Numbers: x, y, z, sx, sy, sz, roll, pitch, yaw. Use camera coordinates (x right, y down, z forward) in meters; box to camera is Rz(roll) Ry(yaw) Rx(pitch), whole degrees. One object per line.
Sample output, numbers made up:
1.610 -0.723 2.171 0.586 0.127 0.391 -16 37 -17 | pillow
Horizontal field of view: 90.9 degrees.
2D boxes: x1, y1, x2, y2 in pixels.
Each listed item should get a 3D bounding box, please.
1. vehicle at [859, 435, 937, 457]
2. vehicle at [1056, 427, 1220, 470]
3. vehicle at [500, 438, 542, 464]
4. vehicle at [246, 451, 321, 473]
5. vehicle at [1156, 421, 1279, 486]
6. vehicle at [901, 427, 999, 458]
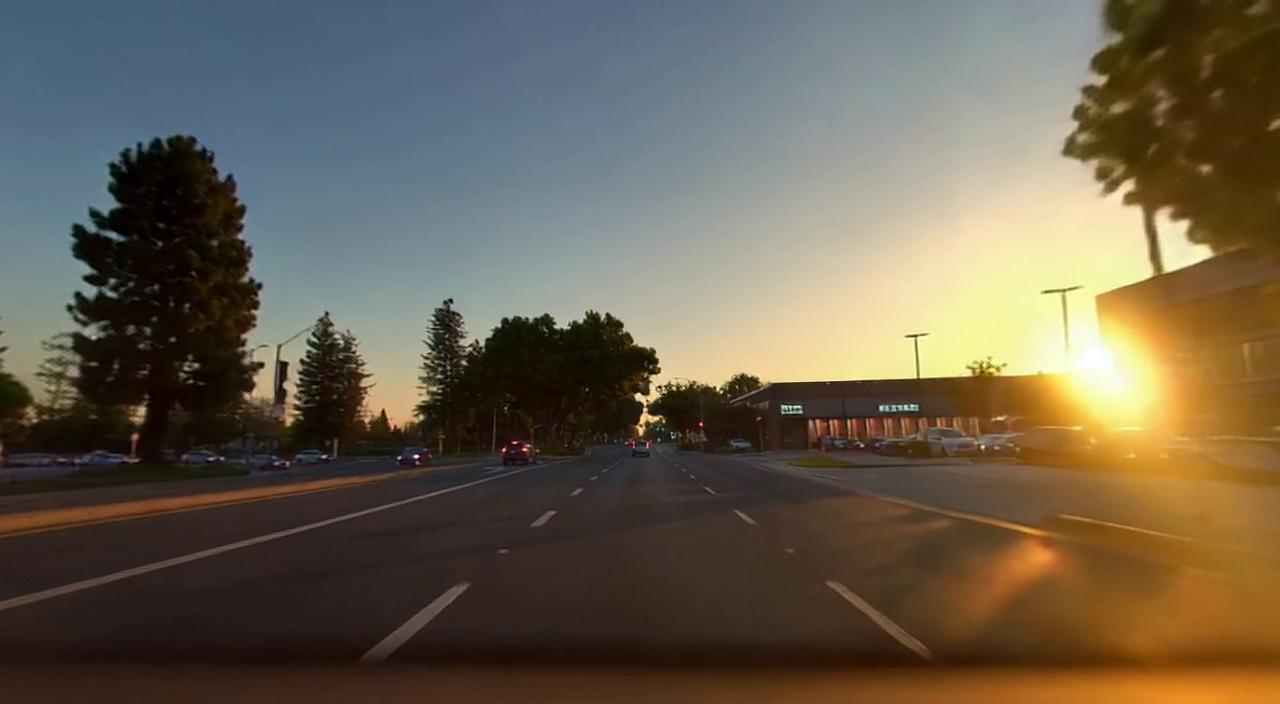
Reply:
16.887 6.182 41.487 1.796 1.351 4.358 6 -11 -37 | vehicle
17.673 3.444 22.532 4.211 1.418 1.907 0 -9 0 | vehicle
-7.877 6.615 42.194 2.231 1.650 5.052 0 -9 -4 | vehicle
-27.243 8.415 48.256 4.805 1.537 1.936 -2 -9 11 | vehicle
17.522 2.758 17.590 4.512 1.459 1.916 -3 -6 -2 | vehicle
17.441 5.136 35.619 4.498 1.671 1.887 -1 -8 3 | vehicle
